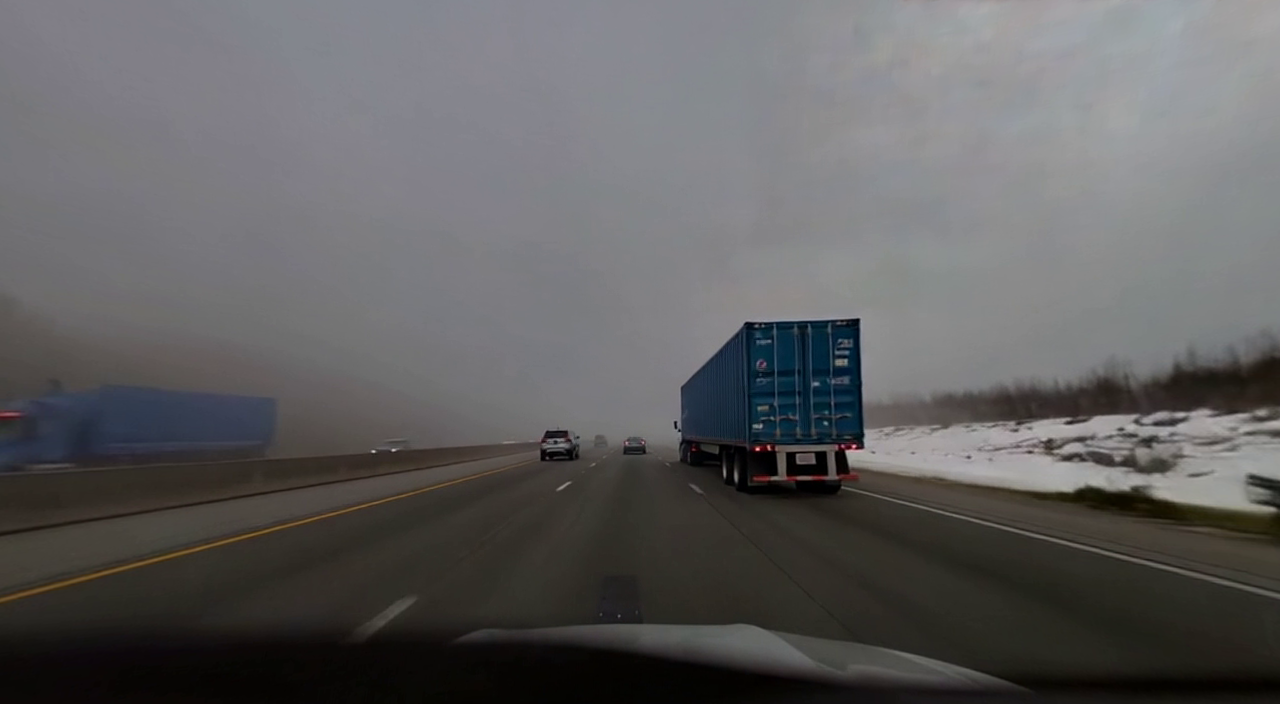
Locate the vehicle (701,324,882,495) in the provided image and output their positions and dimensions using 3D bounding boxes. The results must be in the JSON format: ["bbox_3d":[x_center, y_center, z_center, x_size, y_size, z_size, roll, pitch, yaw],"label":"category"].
[{"bbox_3d":[3.785,1.796,18.131,2.883,3.836,7.894,0,-8,-3],"label":"vehicle"}]

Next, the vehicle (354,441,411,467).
[{"bbox_3d":[-15.890,6.291,38.957,1.911,1.505,3.954,0,-8,-1],"label":"vehicle"}]

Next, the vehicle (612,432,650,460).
[{"bbox_3d":[-0.543,5.562,37.460,2.088,1.567,4.240,0,-8,-1],"label":"vehicle"}]

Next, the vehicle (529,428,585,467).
[{"bbox_3d":[-3.819,4.454,29.610,2.054,1.671,4.445,0,-8,0],"label":"vehicle"}]

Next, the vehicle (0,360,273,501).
[{"bbox_3d":[-20.017,3.178,24.783,2.933,4.036,14.065,0,-8,-1],"label":"vehicle"}]
